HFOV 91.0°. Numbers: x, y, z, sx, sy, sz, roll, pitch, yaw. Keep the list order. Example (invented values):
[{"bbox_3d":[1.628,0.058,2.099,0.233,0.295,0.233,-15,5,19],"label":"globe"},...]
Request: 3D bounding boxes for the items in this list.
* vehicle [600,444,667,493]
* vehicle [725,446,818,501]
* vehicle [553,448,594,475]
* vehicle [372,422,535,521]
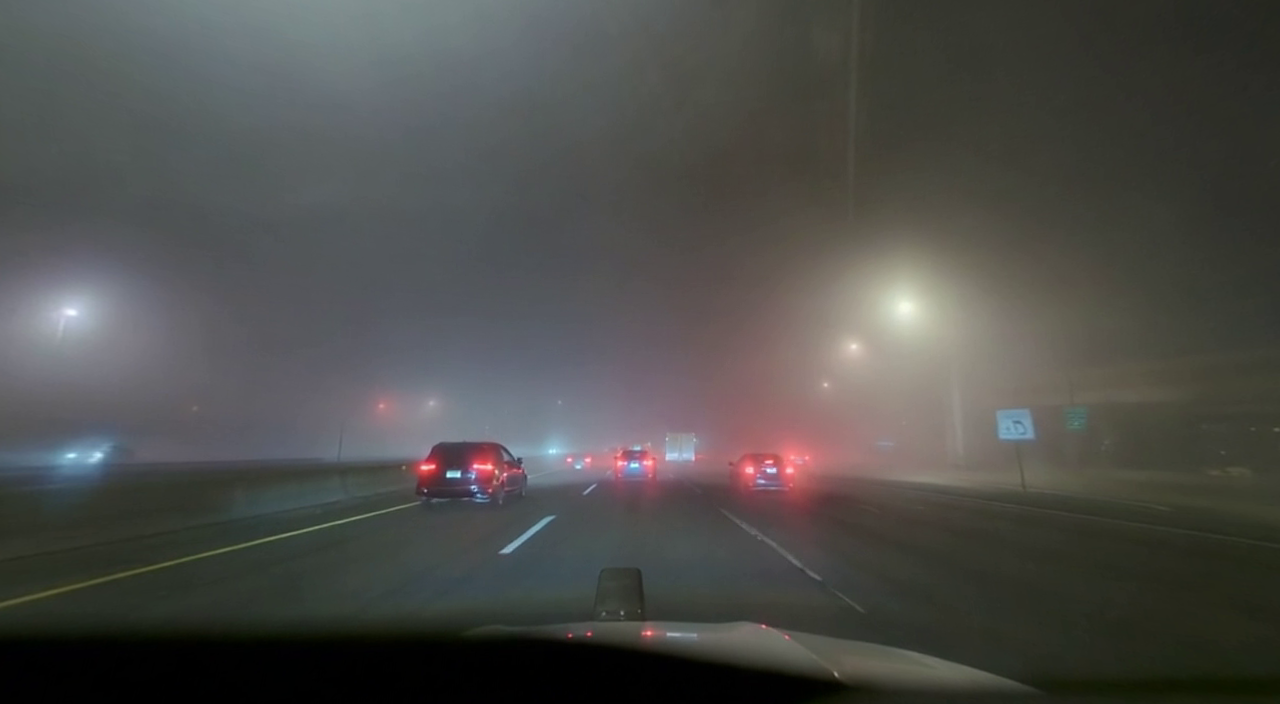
[{"bbox_3d":[-0.190,3.951,21.726,2.089,1.493,3.964,0,-9,0],"label":"vehicle"},{"bbox_3d":[3.906,3.664,19.425,1.974,1.490,3.994,0,-9,-1],"label":"vehicle"},{"bbox_3d":[-3.758,6.294,36.288,1.868,1.431,4.055,0,-9,1],"label":"vehicle"},{"bbox_3d":[-3.889,2.591,14.178,2.142,1.819,4.648,0,-9,1],"label":"vehicle"}]
